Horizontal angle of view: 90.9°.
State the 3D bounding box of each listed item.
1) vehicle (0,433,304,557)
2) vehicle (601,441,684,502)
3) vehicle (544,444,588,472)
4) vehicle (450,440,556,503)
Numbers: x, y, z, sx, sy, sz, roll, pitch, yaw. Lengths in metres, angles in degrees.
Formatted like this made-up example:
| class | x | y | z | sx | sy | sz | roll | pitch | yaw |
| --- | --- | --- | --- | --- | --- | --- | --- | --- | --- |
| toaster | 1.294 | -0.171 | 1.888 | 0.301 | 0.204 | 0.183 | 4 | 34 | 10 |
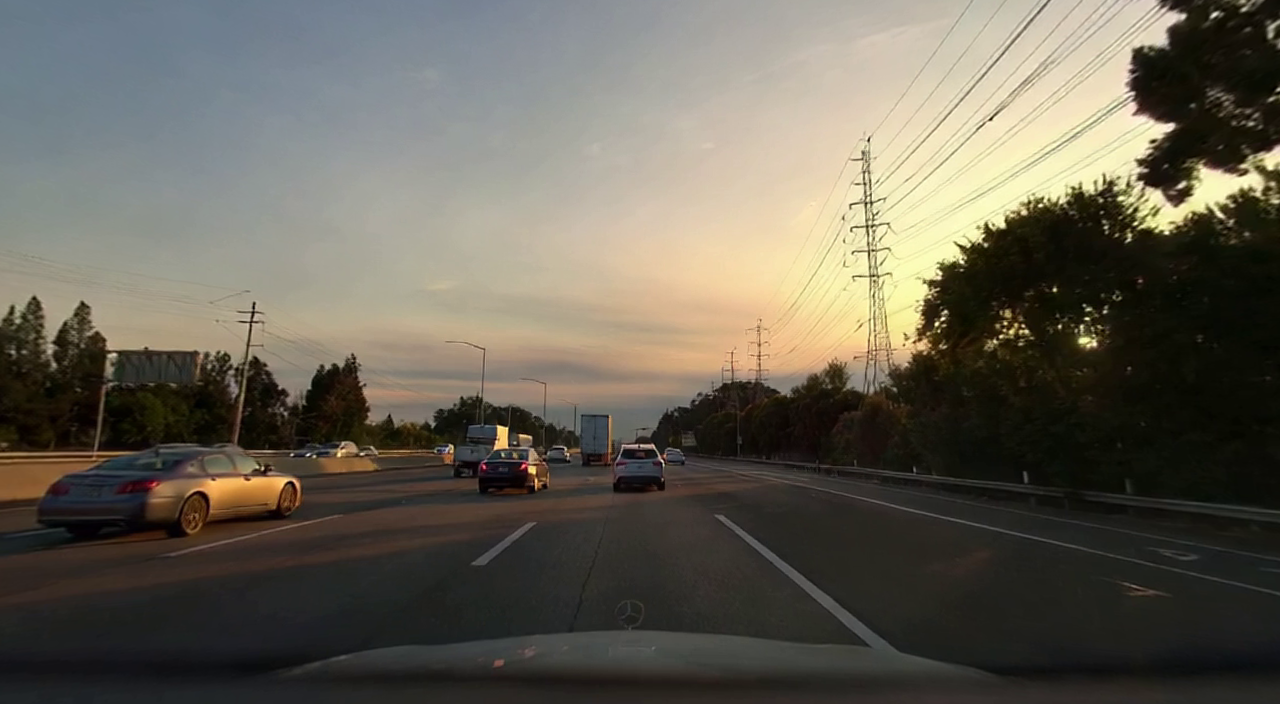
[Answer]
| class | x | y | z | sx | sy | sz | roll | pitch | yaw |
| --- | --- | --- | --- | --- | --- | --- | --- | --- | --- |
| vehicle | -7.381 | 2.032 | 9.732 | 1.867 | 1.445 | 4.499 | 0 | -9 | 1 |
| vehicle | -0.036 | 3.246 | 17.604 | 2.018 | 1.470 | 4.491 | 0 | -9 | -3 |
| vehicle | -4.068 | 5.902 | 35.279 | 2.013 | 1.437 | 3.801 | 0 | -9 | 0 |
| vehicle | -3.506 | 3.130 | 16.967 | 1.912 | 1.464 | 4.115 | 0 | -9 | 0 |
